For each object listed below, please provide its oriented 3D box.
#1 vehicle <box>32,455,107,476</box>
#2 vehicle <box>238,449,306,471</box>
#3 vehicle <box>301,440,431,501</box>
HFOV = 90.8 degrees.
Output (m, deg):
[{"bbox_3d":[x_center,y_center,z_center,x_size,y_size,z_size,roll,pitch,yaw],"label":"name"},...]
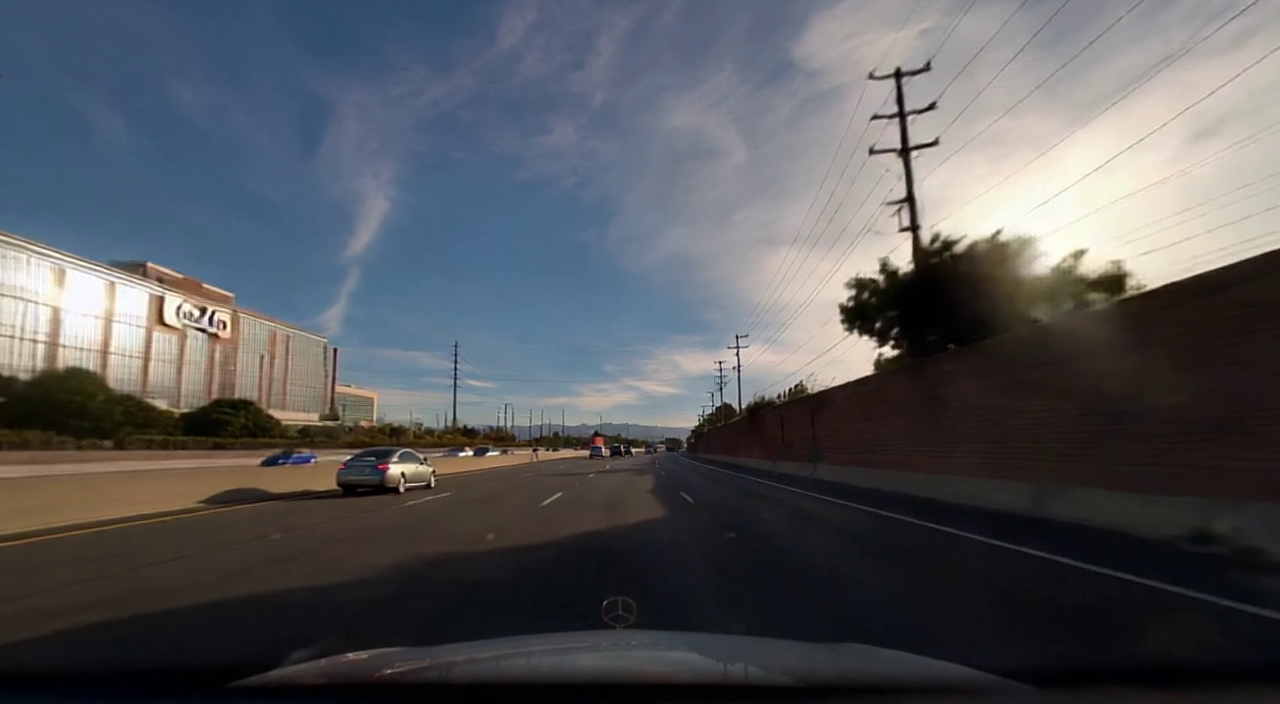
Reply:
[{"bbox_3d":[-44.297,8.777,49.184,1.868,1.466,4.303,0,-9,-2],"label":"vehicle"},{"bbox_3d":[-25.553,7.481,44.101,1.851,1.434,4.694,0,-9,1],"label":"vehicle"},{"bbox_3d":[-7.797,3.386,18.463,2.013,1.574,3.923,0,-9,0],"label":"vehicle"}]
